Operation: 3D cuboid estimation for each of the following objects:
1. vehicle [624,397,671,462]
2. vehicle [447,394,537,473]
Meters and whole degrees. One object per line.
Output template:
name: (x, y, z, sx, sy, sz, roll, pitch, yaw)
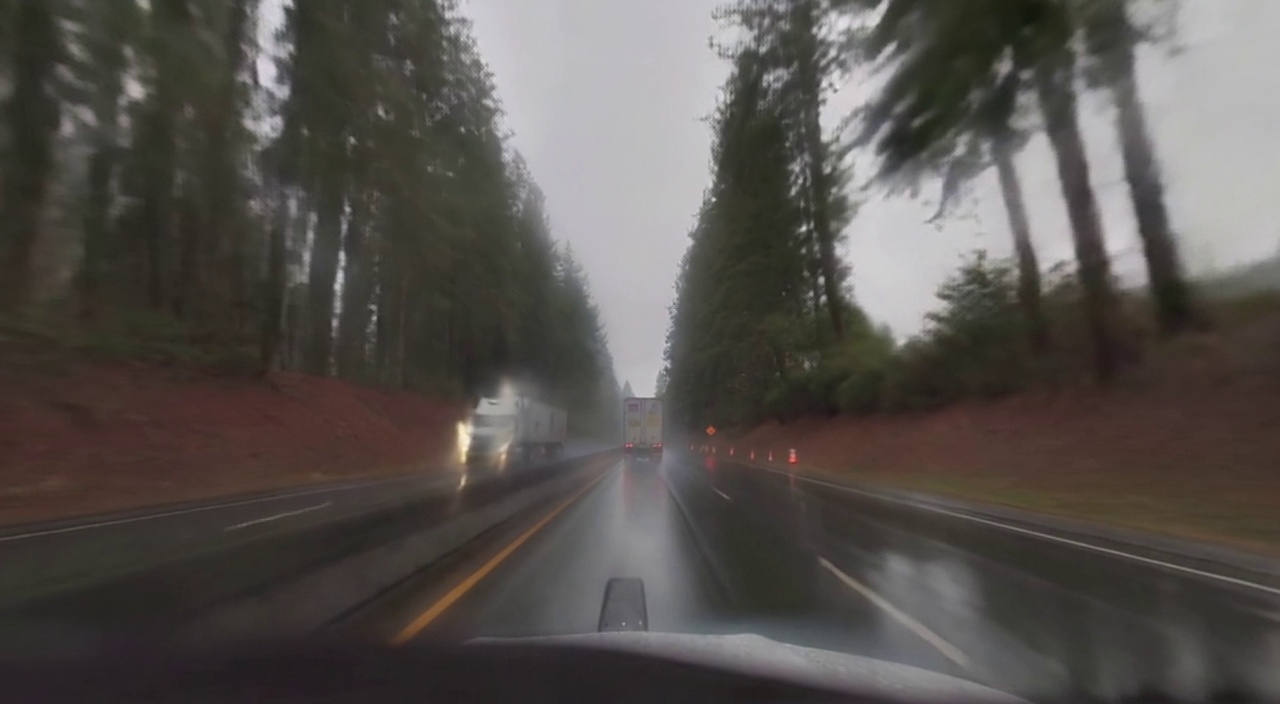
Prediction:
vehicle: (0.355, 5.702, 45.554, 2.935, 4.068, 11.036, 0, -8, -1)
vehicle: (-8.290, 4.795, 36.725, 3.025, 4.018, 8.862, 0, -8, 0)
